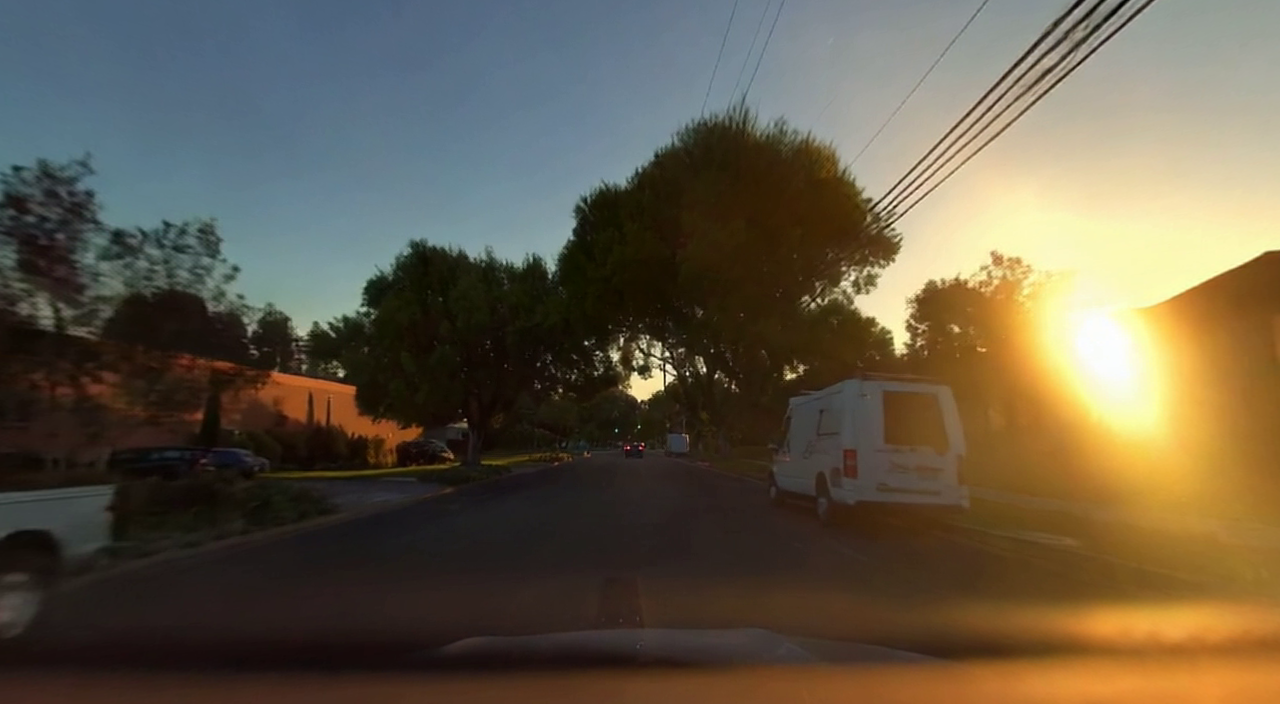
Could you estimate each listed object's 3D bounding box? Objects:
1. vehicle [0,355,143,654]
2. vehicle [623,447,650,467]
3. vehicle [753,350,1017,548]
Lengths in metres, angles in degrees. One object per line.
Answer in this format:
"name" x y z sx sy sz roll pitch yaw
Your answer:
"vehicle" -5.772 0.928 2.789 2.284 2.119 5.984 -3 -7 1
"vehicle" -0.283 8.209 49.619 2.062 1.509 4.305 0 -9 -1
"vehicle" 4.005 1.814 11.973 2.384 2.791 5.899 0 -9 -2
